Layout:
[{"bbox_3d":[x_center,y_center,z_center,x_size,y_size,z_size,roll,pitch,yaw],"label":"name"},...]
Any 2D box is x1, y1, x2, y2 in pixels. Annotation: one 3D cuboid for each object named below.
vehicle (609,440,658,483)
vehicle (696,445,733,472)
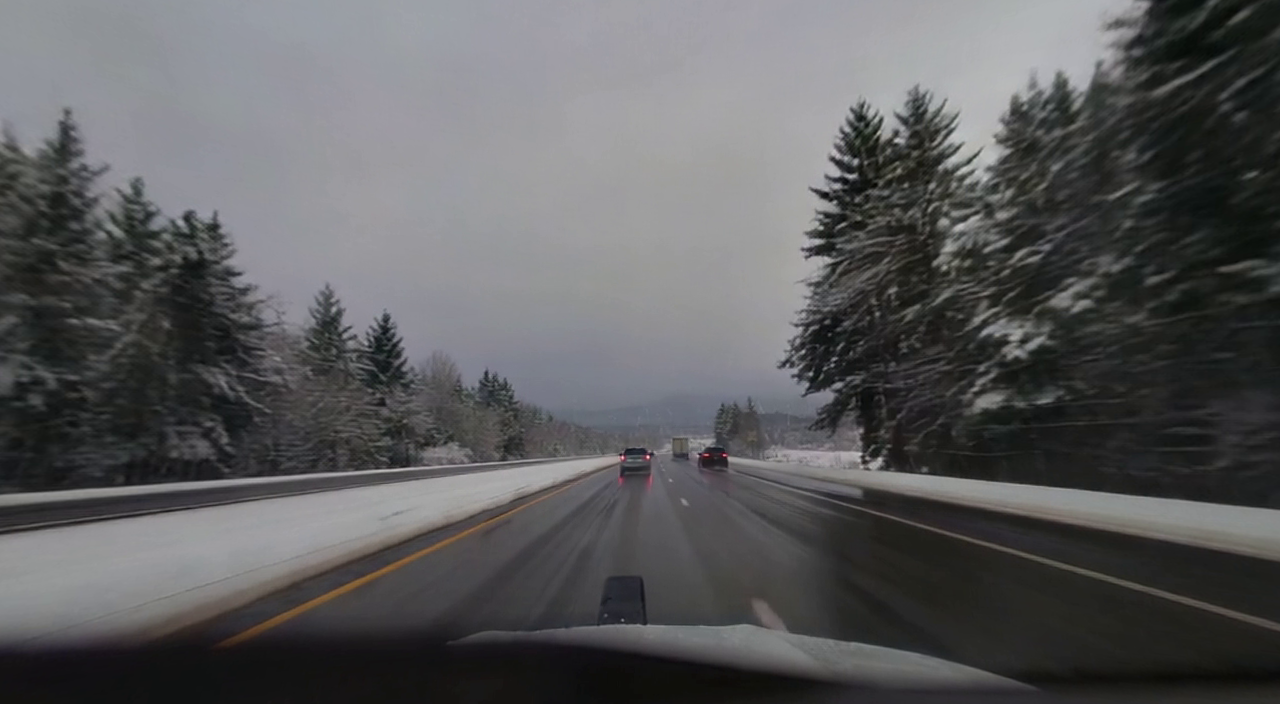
[{"bbox_3d":[-0.227,4.869,28.212,2.038,1.723,4.150,0,-9,1],"label":"vehicle"},{"bbox_3d":[4.986,7.185,42.579,2.040,1.721,4.507,0,-9,1],"label":"vehicle"}]
